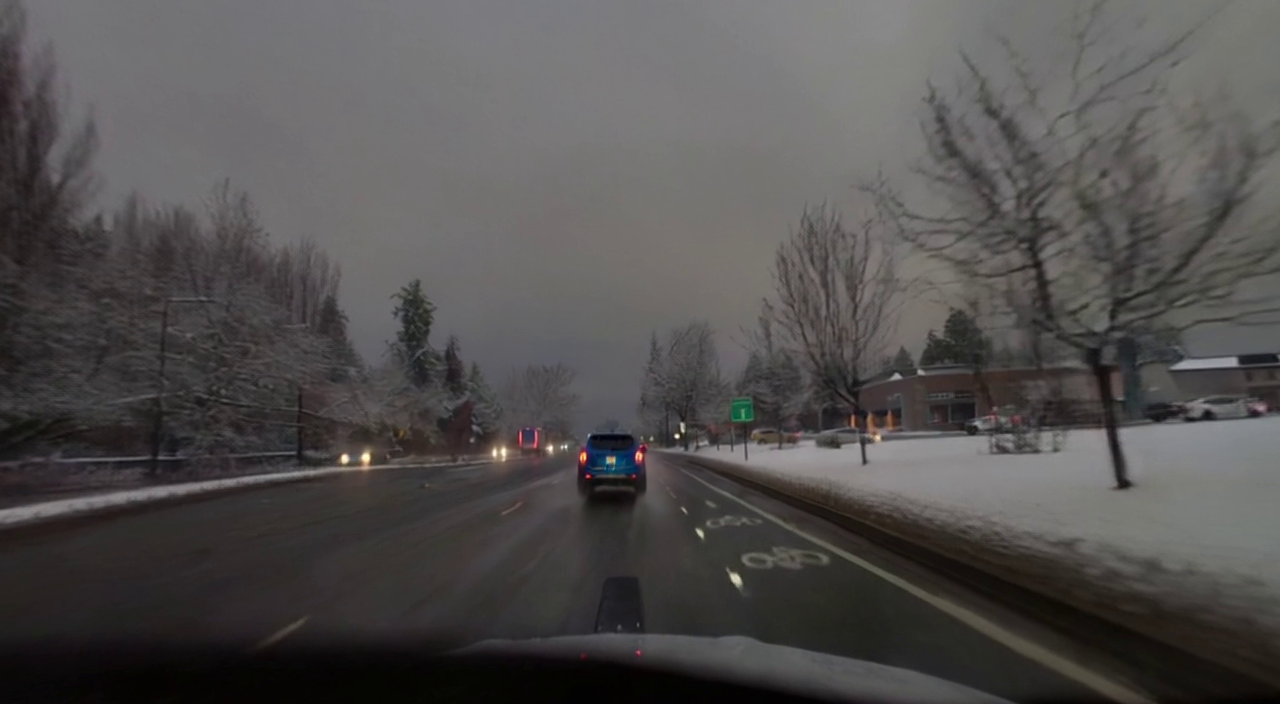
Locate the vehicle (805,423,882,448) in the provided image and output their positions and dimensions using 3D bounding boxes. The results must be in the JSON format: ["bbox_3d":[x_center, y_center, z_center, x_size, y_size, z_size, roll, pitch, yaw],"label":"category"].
[{"bbox_3d":[12.653,5.239,39.472,4.204,1.486,1.781,1,-8,-1],"label":"vehicle"}]

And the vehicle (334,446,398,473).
[{"bbox_3d":[-17.475,6.853,40.587,1.978,1.620,4.642,0,-8,0],"label":"vehicle"}]

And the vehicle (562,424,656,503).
[{"bbox_3d":[-0.733,2.836,16.437,2.131,1.761,4.242,0,-8,-1],"label":"vehicle"}]

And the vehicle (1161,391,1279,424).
[{"bbox_3d":[32.682,3.192,35.705,1.851,1.595,4.463,5,-10,-28],"label":"vehicle"}]

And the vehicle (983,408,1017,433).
[{"bbox_3d":[26.348,5.080,46.345,1.895,1.576,4.434,-5,-10,27],"label":"vehicle"}]
